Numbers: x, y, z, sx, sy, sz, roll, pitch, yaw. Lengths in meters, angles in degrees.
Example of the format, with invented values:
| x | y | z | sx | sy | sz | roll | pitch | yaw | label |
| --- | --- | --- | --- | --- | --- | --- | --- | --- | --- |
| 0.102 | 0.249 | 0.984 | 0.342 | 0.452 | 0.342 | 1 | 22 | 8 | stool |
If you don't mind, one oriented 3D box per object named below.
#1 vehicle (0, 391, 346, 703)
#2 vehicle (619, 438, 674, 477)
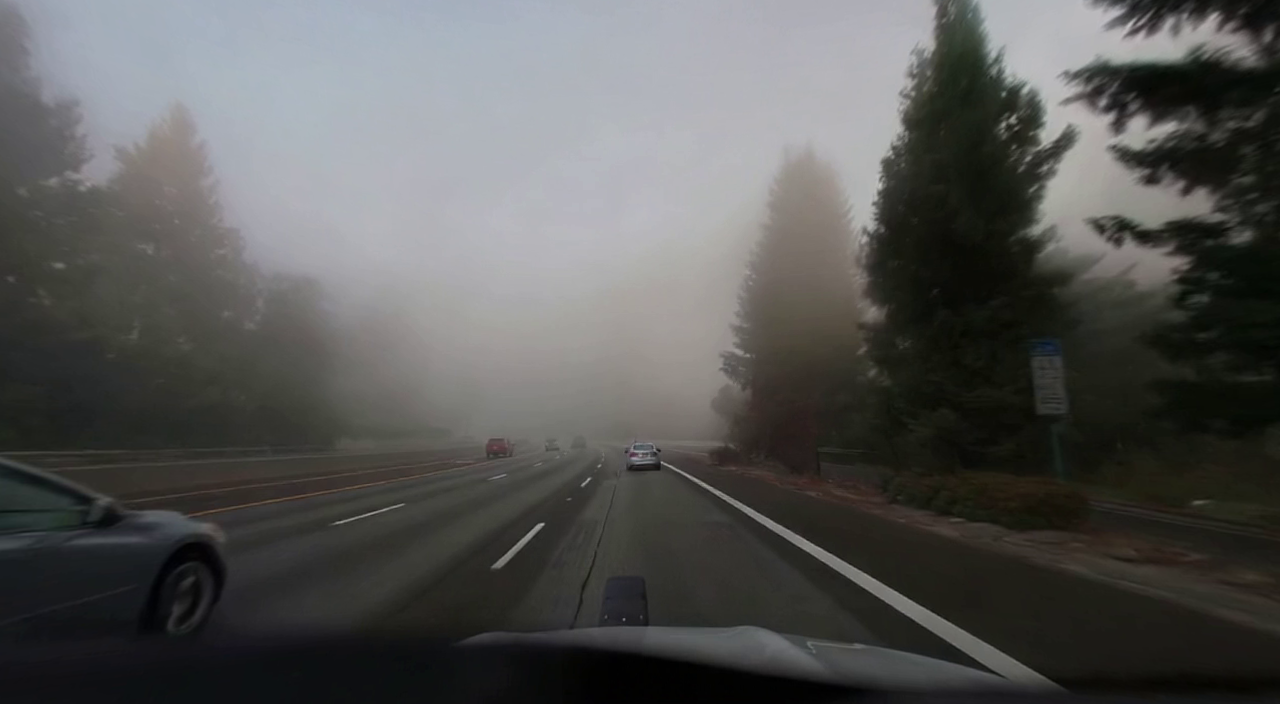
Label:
| x | y | z | sx | sy | sz | roll | pitch | yaw | label |
| --- | --- | --- | --- | --- | --- | --- | --- | --- | --- |
| -3.505 | 0.929 | 2.461 | 2.246 | 1.519 | 4.980 | 0 | -9 | 1 | vehicle |
| 0.176 | 4.284 | 25.792 | 2.051 | 1.444 | 3.927 | 0 | -9 | -2 | vehicle |
